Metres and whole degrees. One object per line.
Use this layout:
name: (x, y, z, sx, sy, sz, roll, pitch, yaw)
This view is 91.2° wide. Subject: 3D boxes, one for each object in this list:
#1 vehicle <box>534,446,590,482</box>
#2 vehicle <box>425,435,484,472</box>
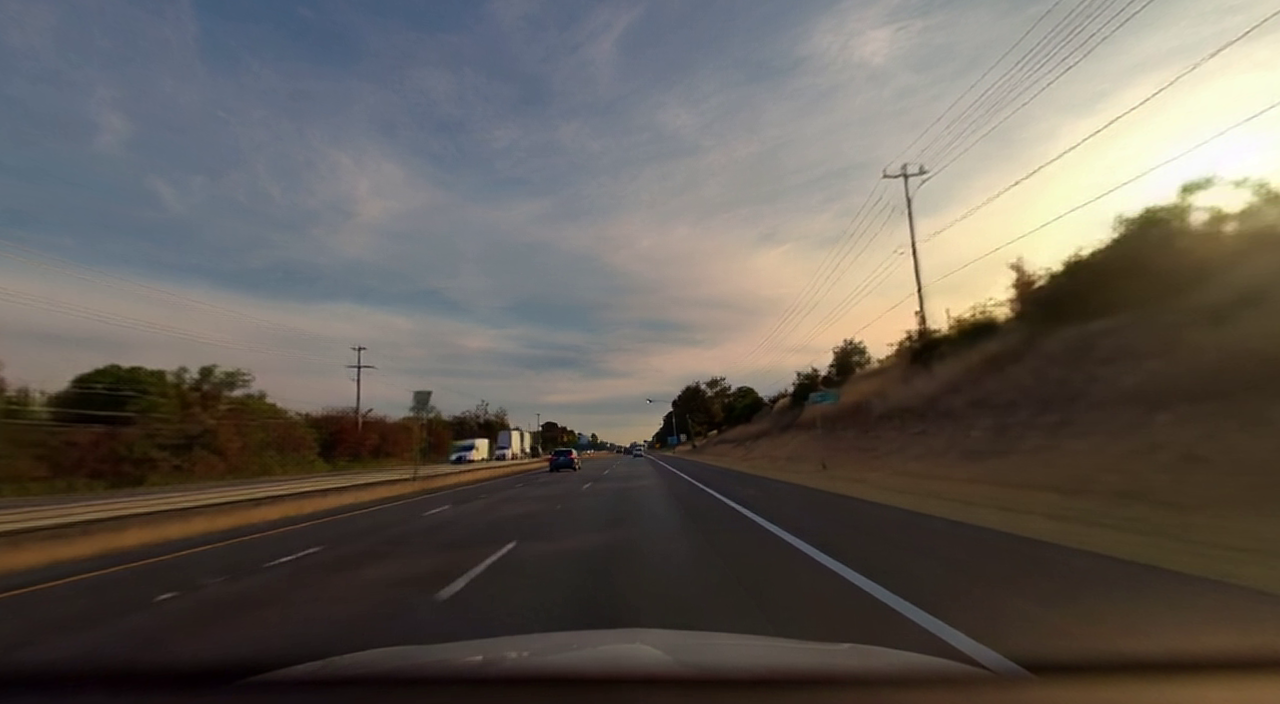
vehicle: (-3.621, 5.297, 29.922, 2.123, 1.545, 4.404, 0, -9, 0)
vehicle: (-13.623, 7.546, 46.586, 2.240, 2.488, 6.830, 0, -9, 0)
